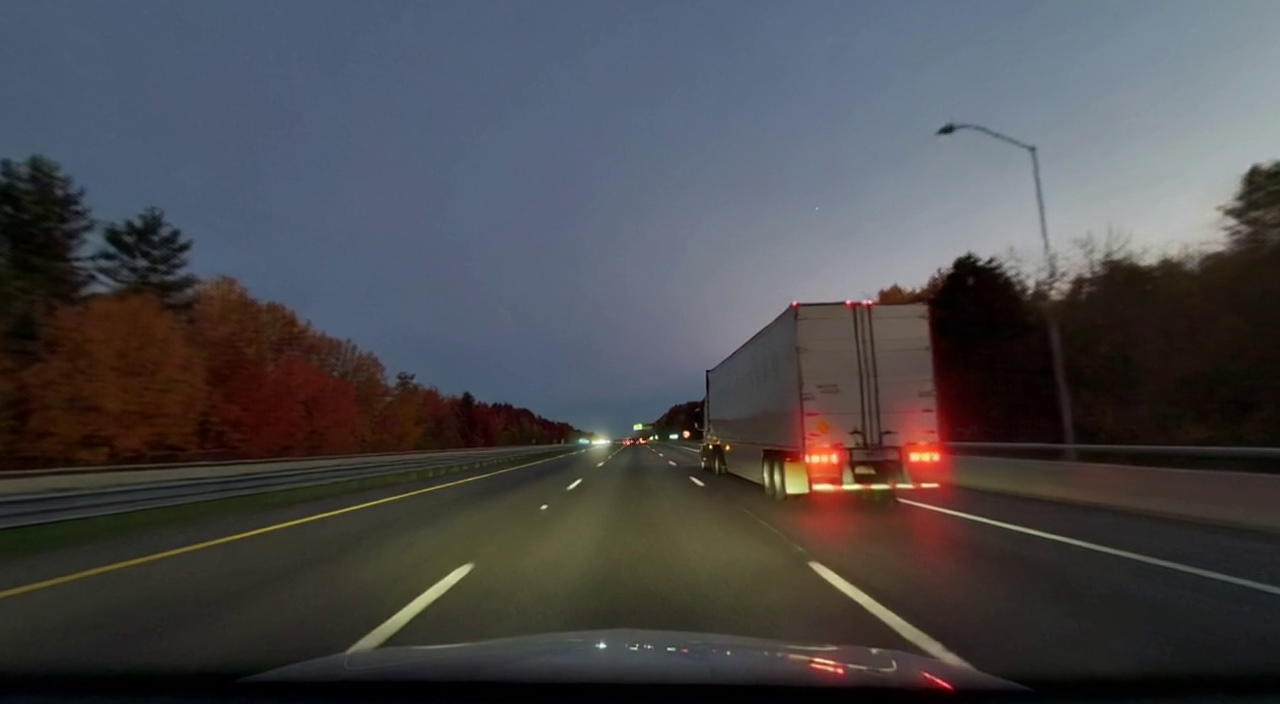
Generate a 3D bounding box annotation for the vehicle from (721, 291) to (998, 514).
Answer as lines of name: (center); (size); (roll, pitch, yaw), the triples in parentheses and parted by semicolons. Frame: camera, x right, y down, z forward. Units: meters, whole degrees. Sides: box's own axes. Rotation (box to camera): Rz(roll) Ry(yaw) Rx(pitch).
vehicle: (4.350, 1.444, 15.360); (3.348, 3.847, 8.908); (0, -8, -1)
